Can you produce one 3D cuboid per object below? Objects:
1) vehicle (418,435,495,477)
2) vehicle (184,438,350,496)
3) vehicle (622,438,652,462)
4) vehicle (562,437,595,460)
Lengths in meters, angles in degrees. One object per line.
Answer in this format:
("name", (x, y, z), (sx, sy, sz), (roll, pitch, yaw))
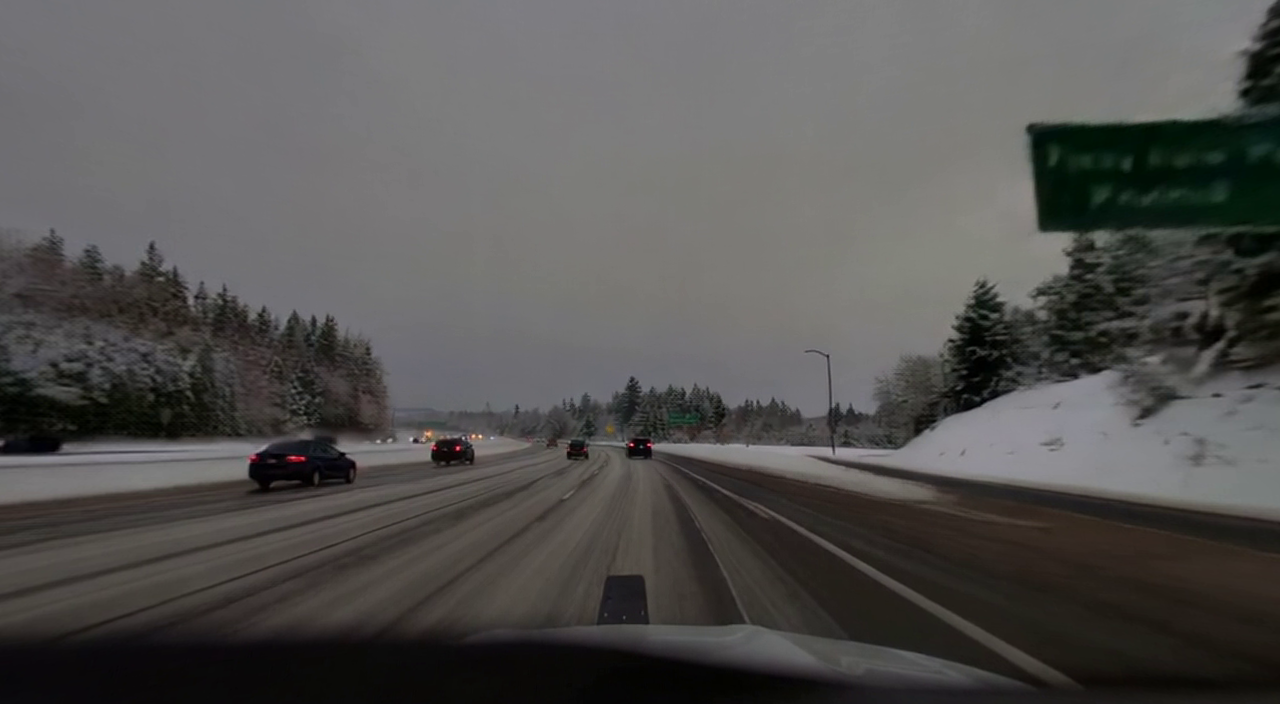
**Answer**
("vehicle", (-7.698, 4.384, 26.929), (2.086, 1.628, 4.039), (0, -8, 0))
("vehicle", (-10.724, 3.308, 18.710), (1.935, 1.474, 5.033), (0, -8, -1))
("vehicle", (-0.223, 6.431, 41.453), (1.881, 1.460, 3.694), (0, -8, -2))
("vehicle", (-4.406, 6.953, 45.539), (1.991, 1.610, 4.606), (0, -8, -1))
